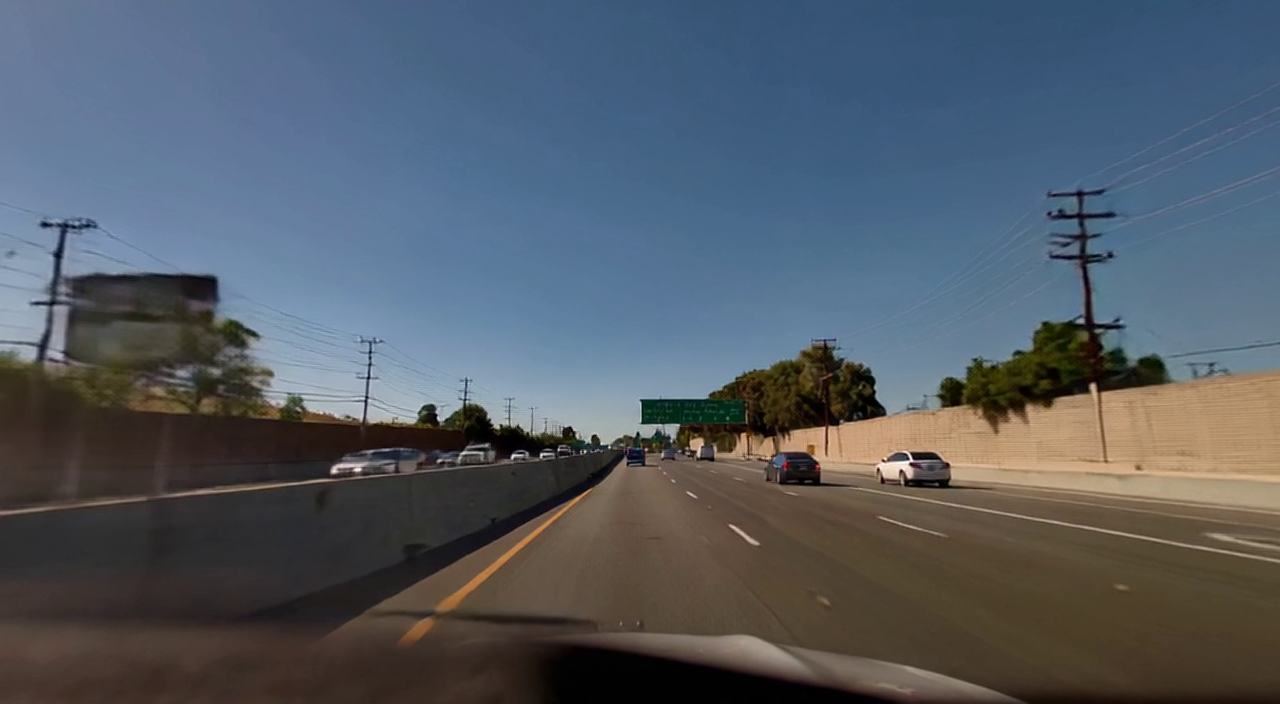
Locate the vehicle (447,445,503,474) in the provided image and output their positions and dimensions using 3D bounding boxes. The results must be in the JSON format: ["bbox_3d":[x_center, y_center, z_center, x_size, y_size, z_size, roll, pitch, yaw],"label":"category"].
[{"bbox_3d":[-10.271,6.701,39.664,2.288,1.735,4.468,0,-9,0],"label":"vehicle"}]

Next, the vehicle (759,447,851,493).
[{"bbox_3d":[5.903,4.254,23.233,2.069,1.520,4.614,0,-9,-1],"label":"vehicle"}]

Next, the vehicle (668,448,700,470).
[{"bbox_3d":[3.189,7.888,46.732,1.981,1.480,4.316,0,-9,-1],"label":"vehicle"}]

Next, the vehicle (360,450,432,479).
[{"bbox_3d":[-13.549,6.245,35.469,2.133,1.485,4.644,0,-9,1],"label":"vehicle"}]

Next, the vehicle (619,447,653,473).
[{"bbox_3d":[-0.273,6.663,39.104,1.993,1.506,3.883,0,-9,-1],"label":"vehicle"}]

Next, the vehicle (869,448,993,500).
[{"bbox_3d":[9.586,4.015,21.259,1.969,1.506,4.422,0,-9,-1],"label":"vehicle"}]
